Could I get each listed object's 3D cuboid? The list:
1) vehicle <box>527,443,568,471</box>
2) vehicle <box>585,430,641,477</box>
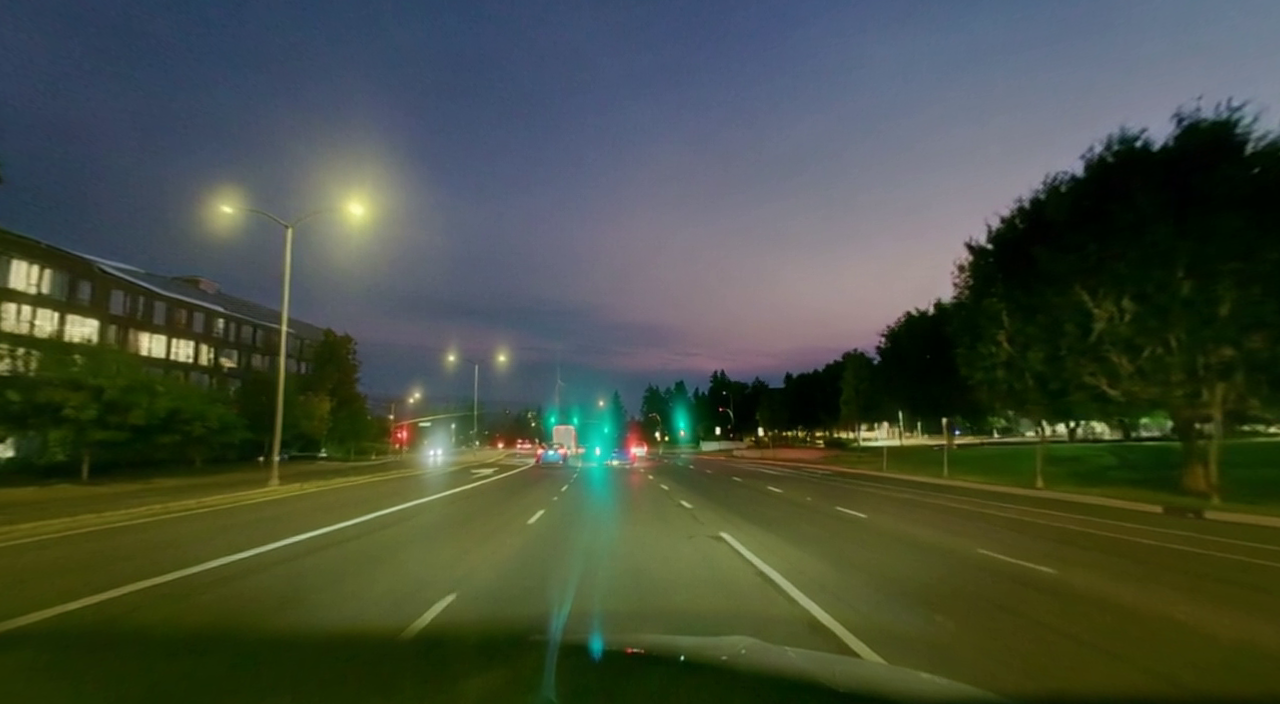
[{"bbox_3d":[-5.078,5.814,35.113,1.904,1.460,4.300,1,-9,-4],"label":"vehicle"},{"bbox_3d":[-1.230,4.433,27.748,2.260,1.872,4.578,0,-9,-4],"label":"vehicle"}]
